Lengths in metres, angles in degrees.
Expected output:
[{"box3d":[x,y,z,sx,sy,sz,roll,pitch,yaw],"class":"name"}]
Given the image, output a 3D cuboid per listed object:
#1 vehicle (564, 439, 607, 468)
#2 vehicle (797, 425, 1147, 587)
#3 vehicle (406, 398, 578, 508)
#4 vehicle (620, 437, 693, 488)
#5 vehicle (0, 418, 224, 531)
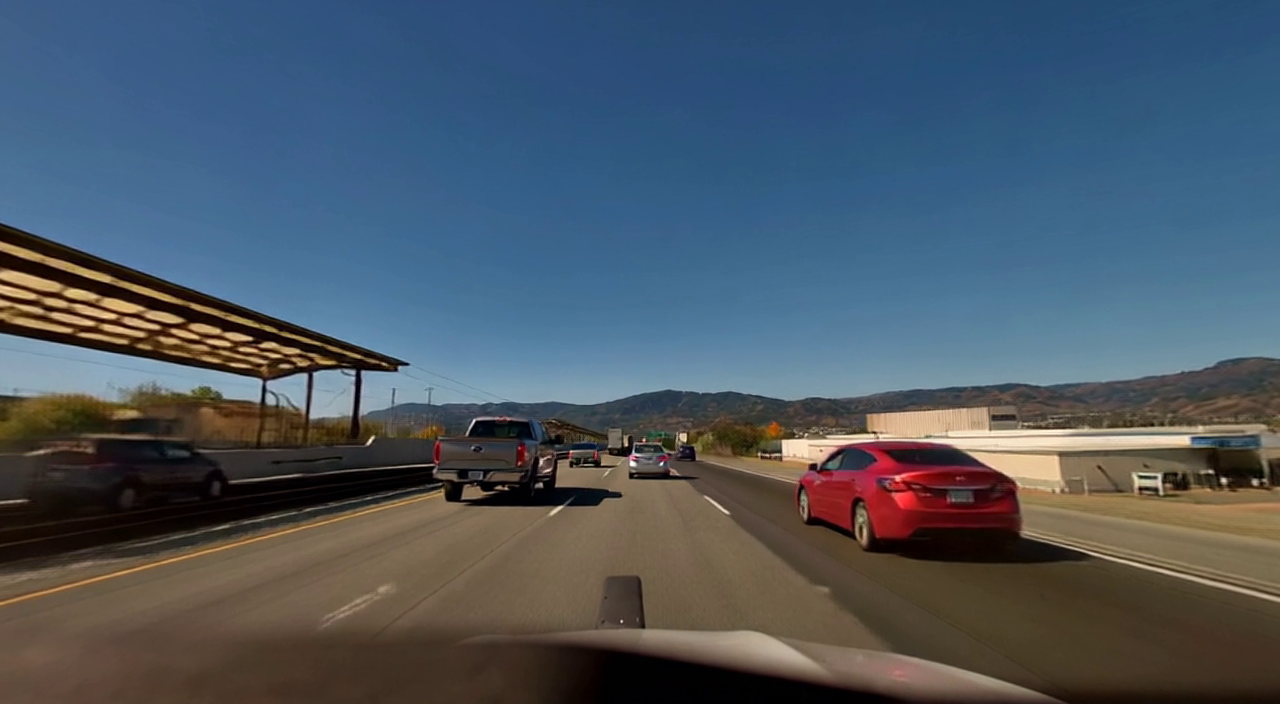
[{"box3d":[-3.255,6.206,38.716,2.151,1.613,4.786,0,-8,1],"class":"vehicle"},{"box3d":[3.751,1.816,8.411,2.023,1.510,4.773,0,-8,-1],"class":"vehicle"},{"box3d":[-3.352,2.564,16.290,2.733,2.230,6.820,0,-8,0],"class":"vehicle"},{"box3d":[0.459,3.625,20.949,2.171,1.493,4.081,0,-8,-1],"class":"vehicle"},{"box3d":[-10.657,2.243,12.114,2.137,1.728,4.665,0,-8,-1],"class":"vehicle"}]
